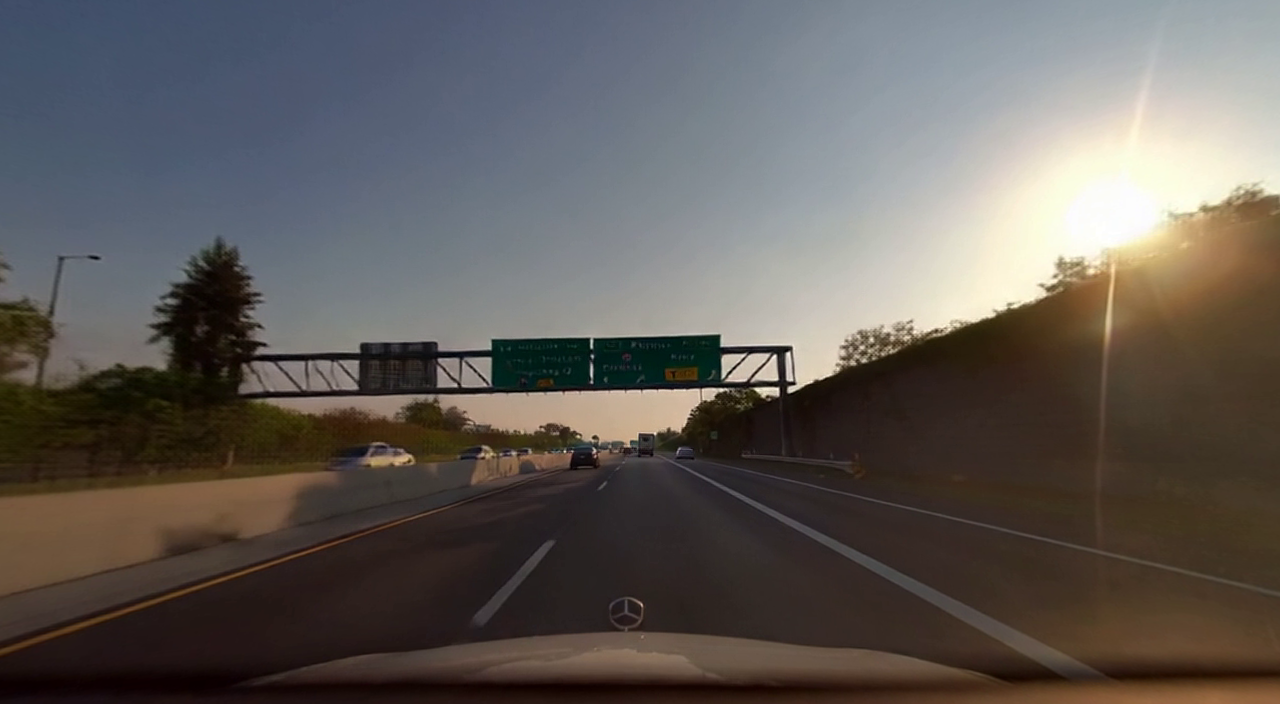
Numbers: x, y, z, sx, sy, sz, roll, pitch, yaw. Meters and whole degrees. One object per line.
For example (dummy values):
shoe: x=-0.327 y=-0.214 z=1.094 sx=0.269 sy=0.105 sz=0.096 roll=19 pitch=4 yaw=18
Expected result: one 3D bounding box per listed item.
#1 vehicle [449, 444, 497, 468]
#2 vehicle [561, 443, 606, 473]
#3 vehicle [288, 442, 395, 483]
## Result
vehicle: x=-11.546 y=7.208 z=43.846 sx=1.931 sy=1.501 sz=4.621 roll=0 pitch=-9 yaw=2
vehicle: x=-3.018 y=5.766 z=34.518 sx=2.020 sy=1.475 sz=4.434 roll=0 pitch=-9 yaw=1
vehicle: x=-12.165 y=4.521 z=26.101 sx=2.010 sy=1.546 sz=4.735 roll=0 pitch=-9 yaw=1
